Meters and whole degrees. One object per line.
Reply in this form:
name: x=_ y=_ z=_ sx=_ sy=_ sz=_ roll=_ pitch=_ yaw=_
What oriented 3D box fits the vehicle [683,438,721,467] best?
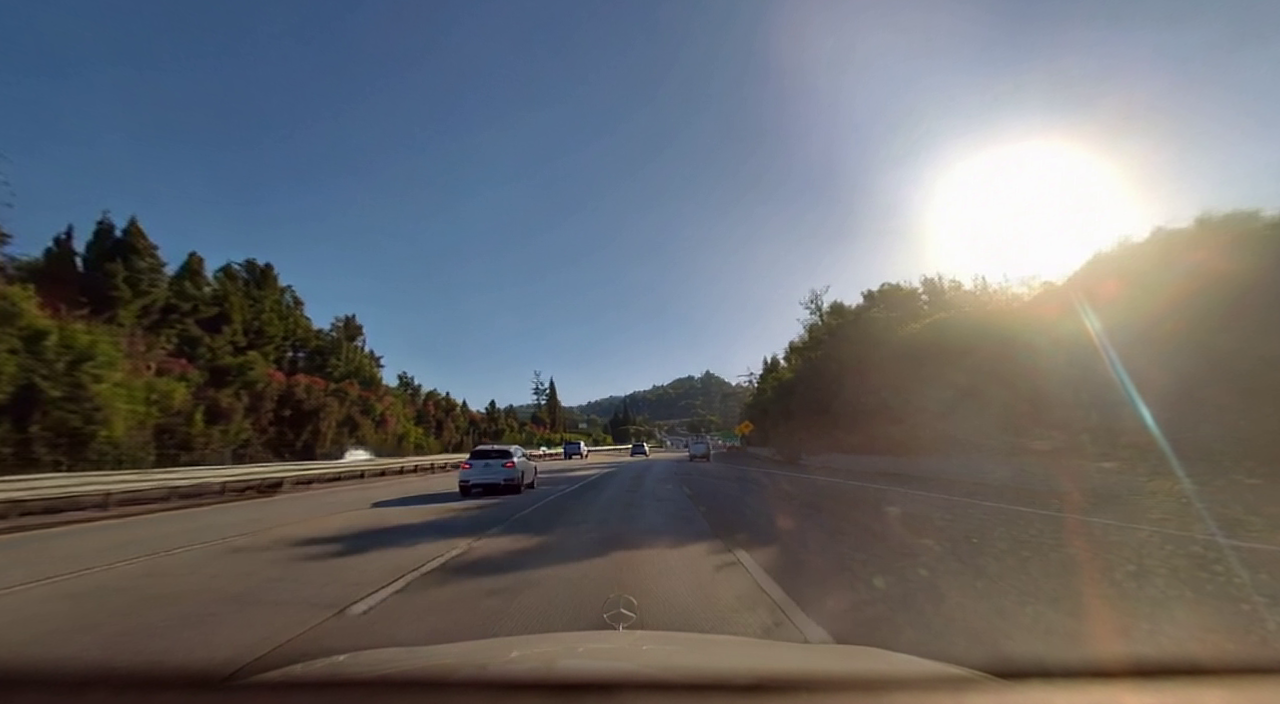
vehicle: x=4.056 y=6.649 z=41.967 sx=2.211 sy=1.814 sz=4.404 roll=0 pitch=-9 yaw=2

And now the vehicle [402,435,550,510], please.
vehicle: x=-3.594 y=2.744 z=14.891 sx=2.192 sy=1.482 sz=4.454 roll=0 pitch=-9 yaw=1
